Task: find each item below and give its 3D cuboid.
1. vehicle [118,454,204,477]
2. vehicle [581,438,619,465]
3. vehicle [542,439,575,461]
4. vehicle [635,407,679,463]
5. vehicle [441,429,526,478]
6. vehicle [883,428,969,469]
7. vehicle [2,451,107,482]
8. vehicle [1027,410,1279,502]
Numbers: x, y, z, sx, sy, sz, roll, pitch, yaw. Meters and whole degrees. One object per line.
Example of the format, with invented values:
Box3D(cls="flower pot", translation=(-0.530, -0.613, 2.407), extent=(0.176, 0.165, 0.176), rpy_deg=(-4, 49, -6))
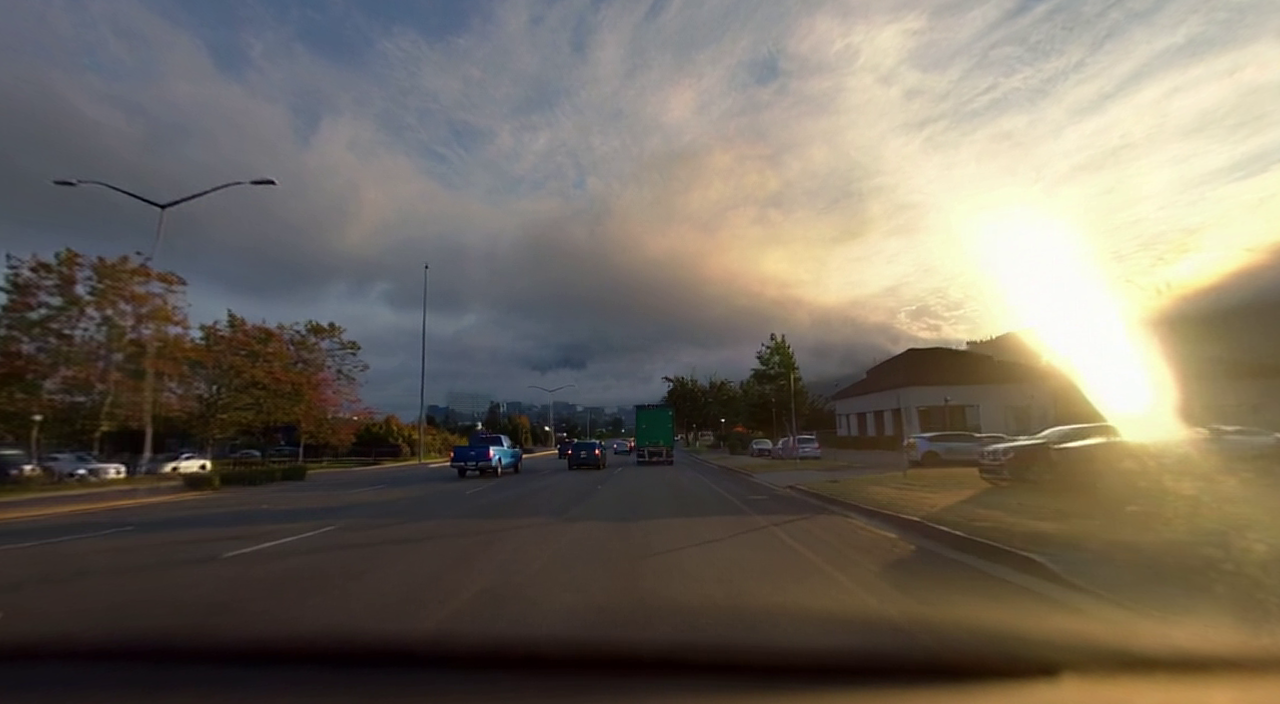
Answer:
Box3D(cls="vehicle", translation=(-33.659, 7.964, 44.334), extent=(4.409, 1.480, 2.092), rpy_deg=(-1, -8, 3))
Box3D(cls="vehicle", translation=(-2.648, 6.694, 42.592), extent=(2.114, 1.663, 4.381), rpy_deg=(-1, -8, 2))
Box3D(cls="vehicle", translation=(-6.379, 7.733, 49.811), extent=(1.908, 1.616, 4.089), rpy_deg=(-1, -8, 2))
Box3D(cls="vehicle", translation=(1.167, 6.061, 45.667), extent=(2.905, 3.644, 8.441), rpy_deg=(0, -8, 1))
Box3D(cls="vehicle", translation=(-6.592, 4.342, 27.228), extent=(2.149, 1.893, 5.187), rpy_deg=(-1, -8, 2))
Box3D(cls="vehicle", translation=(12.582, 4.277, 28.071), extent=(1.880, 1.642, 4.523), rpy_deg=(-1, -8, 2))
Box3D(cls="vehicle", translation=(-33.904, 6.622, 36.545), extent=(4.122, 1.721, 2.020), rpy_deg=(-1, -8, 3))
Box3D(cls="vehicle", translation=(10.364, 1.992, 12.250), extent=(4.346, 1.595, 1.964), rpy_deg=(0, -8, 0))
